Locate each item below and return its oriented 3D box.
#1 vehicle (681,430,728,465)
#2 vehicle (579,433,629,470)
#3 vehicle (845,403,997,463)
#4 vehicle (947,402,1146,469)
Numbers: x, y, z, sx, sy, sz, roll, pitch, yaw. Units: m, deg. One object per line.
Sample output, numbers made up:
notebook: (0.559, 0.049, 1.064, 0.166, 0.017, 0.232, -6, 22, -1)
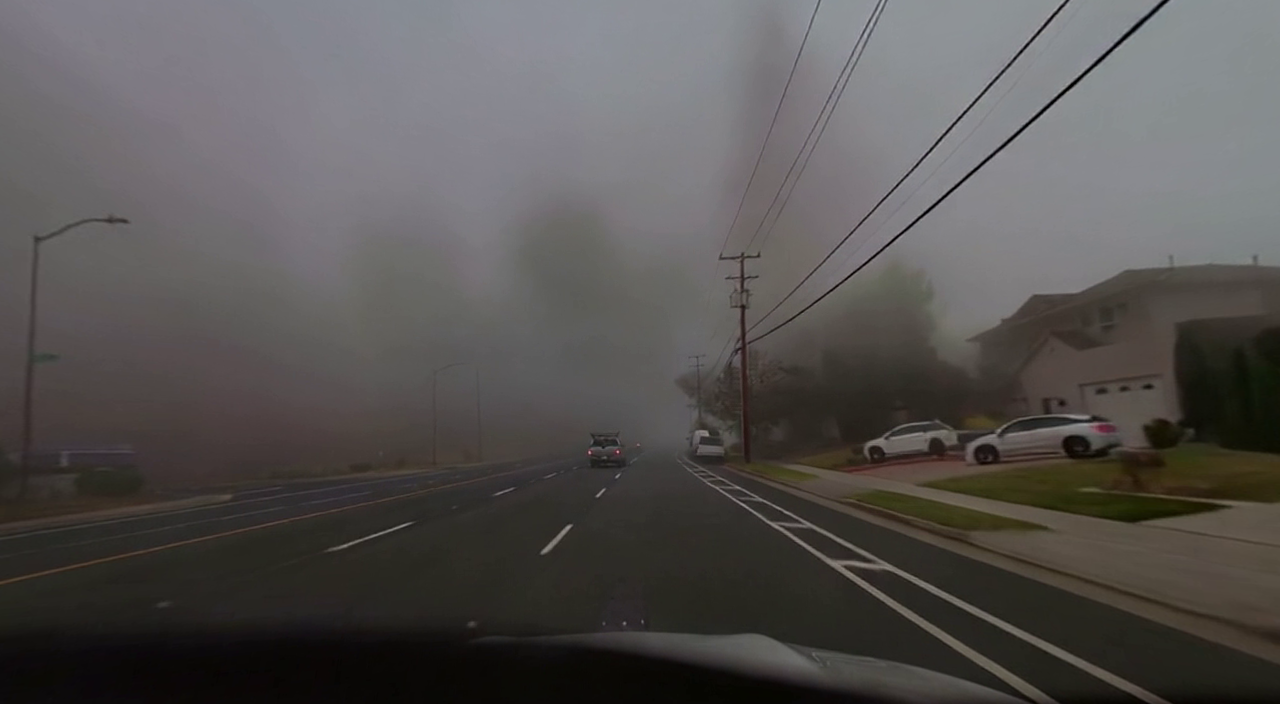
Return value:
vehicle: (4.324, 6.503, 43.075, 2.622, 2.137, 6.267, 1, -9, 1)
vehicle: (-1.867, 5.466, 34.729, 2.327, 1.861, 4.941, -1, -9, 2)
vehicle: (11.359, 3.329, 25.792, 5.042, 1.803, 2.134, -6, -9, 0)
vehicle: (12.427, 2.583, 19.507, 4.719, 1.553, 1.889, -5, -8, 0)
